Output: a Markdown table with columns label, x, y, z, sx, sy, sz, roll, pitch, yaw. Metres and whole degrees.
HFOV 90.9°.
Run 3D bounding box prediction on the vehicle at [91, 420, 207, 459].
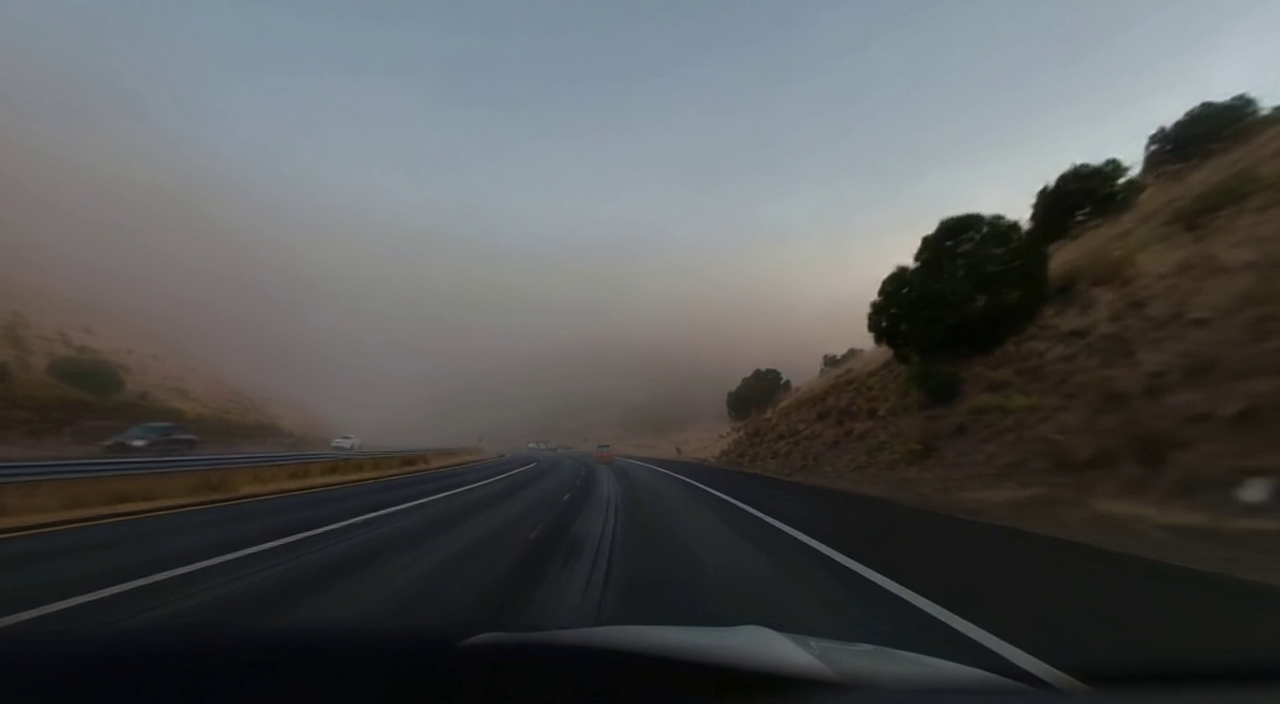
| label | x | y | z | sx | sy | sz | roll | pitch | yaw |
| --- | --- | --- | --- | --- | --- | --- | --- | --- | --- |
| vehicle | -25.042 | 4.540 | 32.458 | 2.156 | 1.823 | 5.280 | 1 | -9 | -7 |
